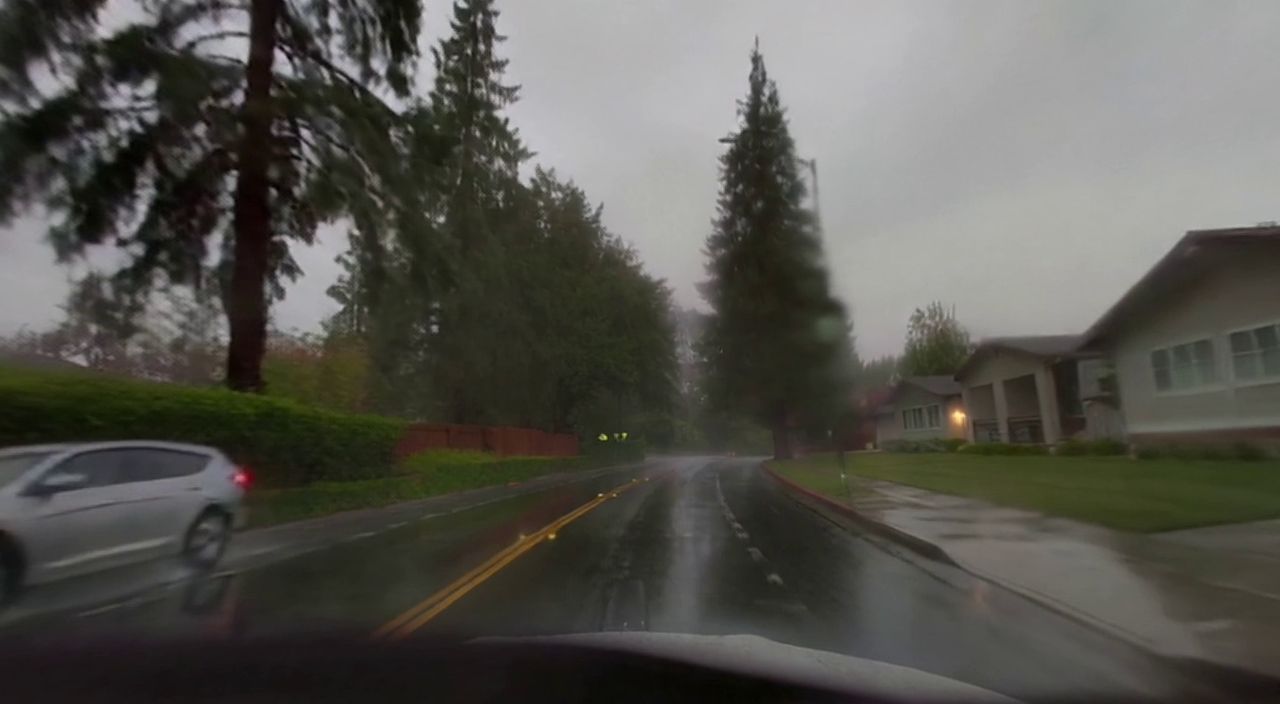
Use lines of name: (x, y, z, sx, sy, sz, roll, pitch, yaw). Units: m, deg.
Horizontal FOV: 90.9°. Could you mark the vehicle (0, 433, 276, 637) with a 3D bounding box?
vehicle: (-6.112, 1.655, 6.219, 2.002, 1.601, 5.012, -2, -7, 1)
